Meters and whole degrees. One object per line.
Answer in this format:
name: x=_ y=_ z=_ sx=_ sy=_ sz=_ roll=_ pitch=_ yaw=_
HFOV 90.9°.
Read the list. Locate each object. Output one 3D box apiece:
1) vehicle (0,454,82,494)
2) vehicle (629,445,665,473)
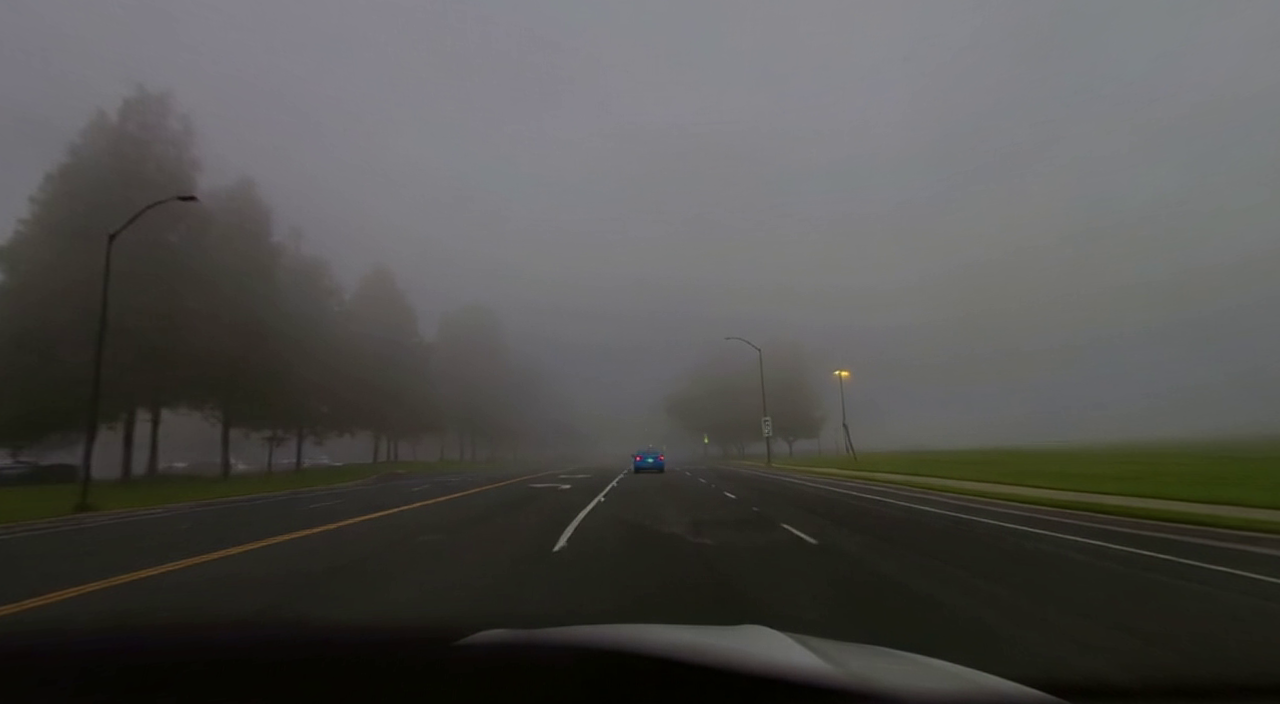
vehicle: x=-29.861 y=5.860 z=30.150 sx=4.508 sy=1.698 sz=2.101 roll=-4 pitch=-9 yaw=5
vehicle: x=0.384 y=6.185 z=36.603 sx=1.978 sy=1.499 sz=3.915 roll=0 pitch=-8 yaw=0
